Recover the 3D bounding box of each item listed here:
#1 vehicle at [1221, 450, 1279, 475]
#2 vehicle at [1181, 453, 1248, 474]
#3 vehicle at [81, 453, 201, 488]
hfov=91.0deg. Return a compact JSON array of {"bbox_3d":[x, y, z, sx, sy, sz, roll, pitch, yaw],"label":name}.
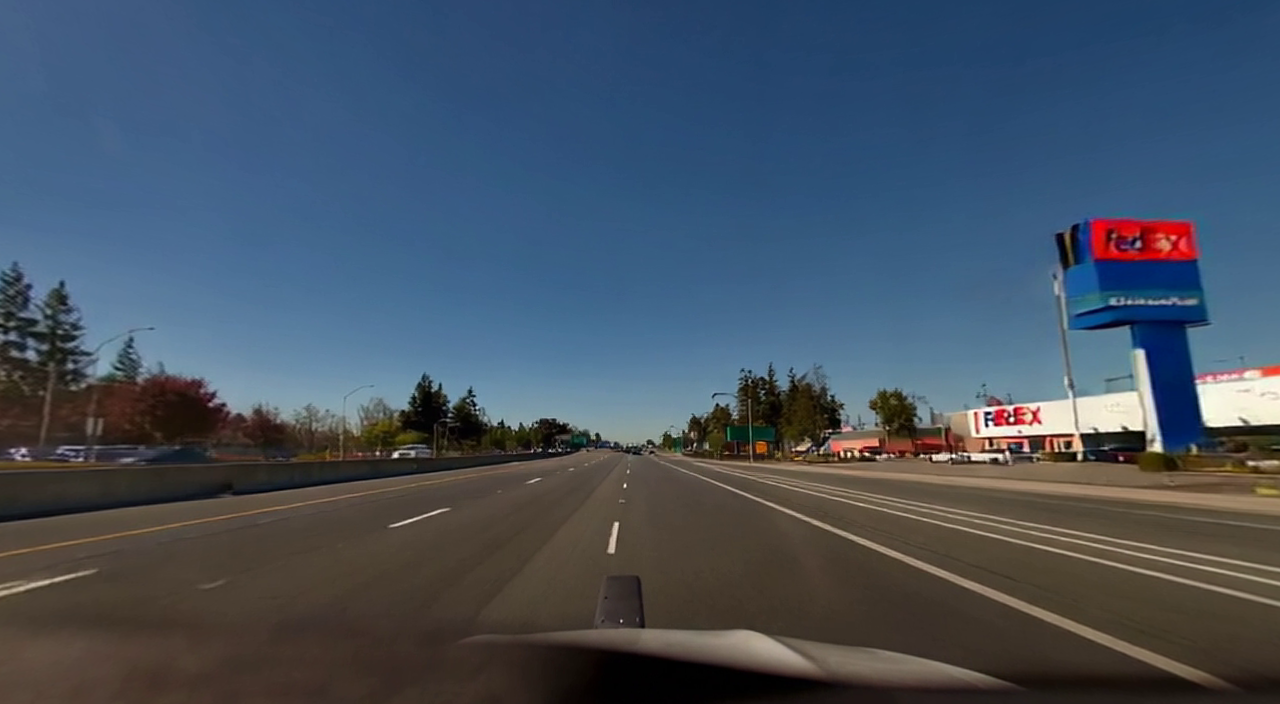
[{"bbox_3d":[48.162,8.533,48.971,2.296,1.632,4.498,-4,-8,13],"label":"vehicle"},{"bbox_3d":[45.208,8.729,49.682,1.951,1.528,4.497,-2,-9,16],"label":"vehicle"},{"bbox_3d":[-24.041,5.695,30.632,1.881,1.537,4.894,0,-9,0],"label":"vehicle"}]
